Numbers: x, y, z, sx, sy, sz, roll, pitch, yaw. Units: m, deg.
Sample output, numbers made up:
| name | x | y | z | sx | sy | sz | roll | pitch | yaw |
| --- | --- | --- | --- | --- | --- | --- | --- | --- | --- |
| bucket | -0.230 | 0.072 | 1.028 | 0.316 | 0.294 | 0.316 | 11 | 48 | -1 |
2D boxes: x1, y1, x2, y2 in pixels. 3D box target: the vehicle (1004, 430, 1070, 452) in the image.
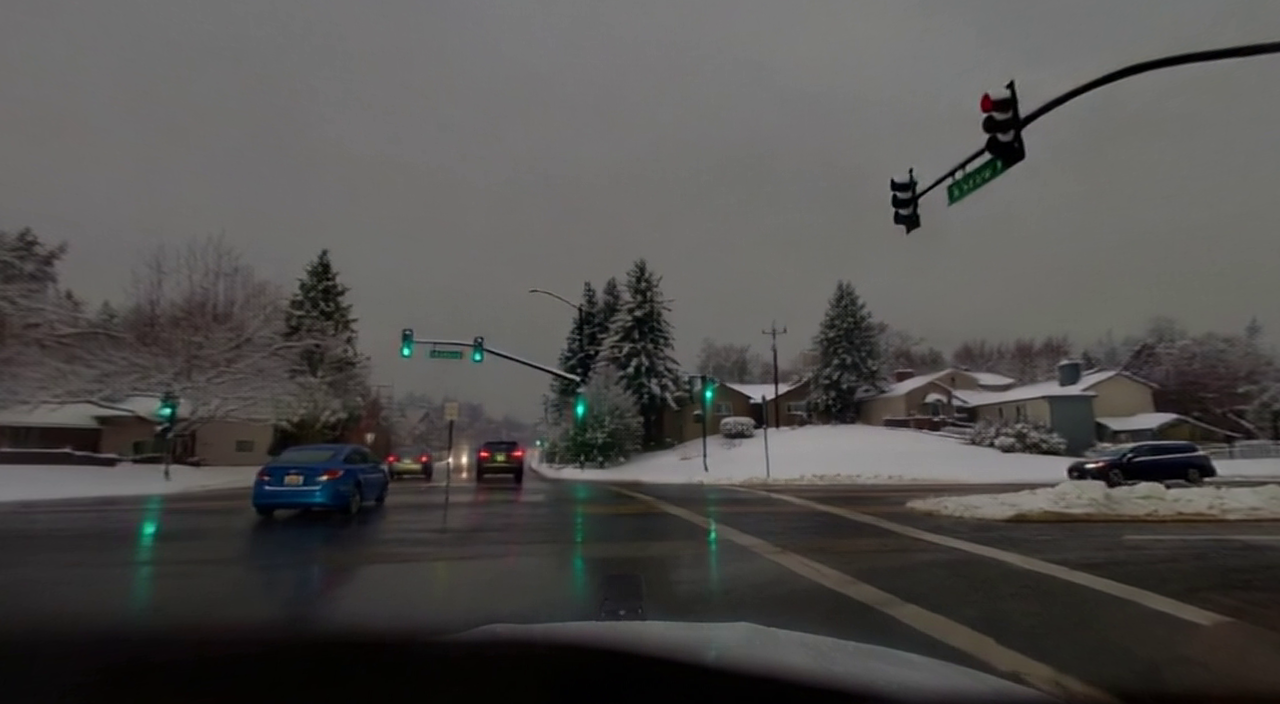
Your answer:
| name | x | y | z | sx | sy | sz | roll | pitch | yaw |
| --- | --- | --- | --- | --- | --- | --- | --- | --- | --- |
| vehicle | 27.634 | 6.227 | 44.175 | 1.905 | 1.483 | 4.322 | -1 | -8 | 2 |

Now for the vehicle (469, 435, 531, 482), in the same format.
| name | x | y | z | sx | sy | sz | roll | pitch | yaw |
| --- | --- | --- | --- | --- | --- | --- | --- | --- | --- |
| vehicle | -6.031 | 4.616 | 27.735 | 2.396 | 1.881 | 4.606 | 1 | -9 | -10 |

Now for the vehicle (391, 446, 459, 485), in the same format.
| name | x | y | z | sx | sy | sz | roll | pitch | yaw |
| --- | --- | --- | --- | --- | --- | --- | --- | --- | --- |
| vehicle | -8.895 | 4.687 | 26.492 | 1.934 | 1.459 | 4.368 | 1 | -8 | -9 |

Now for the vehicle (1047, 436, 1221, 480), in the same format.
| name | x | y | z | sx | sy | sz | roll | pitch | yaw |
| --- | --- | --- | --- | --- | --- | --- | --- | --- | --- |
| vehicle | 17.001 | 3.679 | 21.946 | 4.353 | 1.431 | 1.876 | -1 | -8 | 4 |

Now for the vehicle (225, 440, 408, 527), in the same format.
| name | x | y | z | sx | sy | sz | roll | pitch | yaw |
| --- | --- | --- | --- | --- | --- | --- | --- | --- | --- |
| vehicle | -6.541 | 2.646 | 13.476 | 1.977 | 1.488 | 4.741 | 1 | -8 | -8 |
